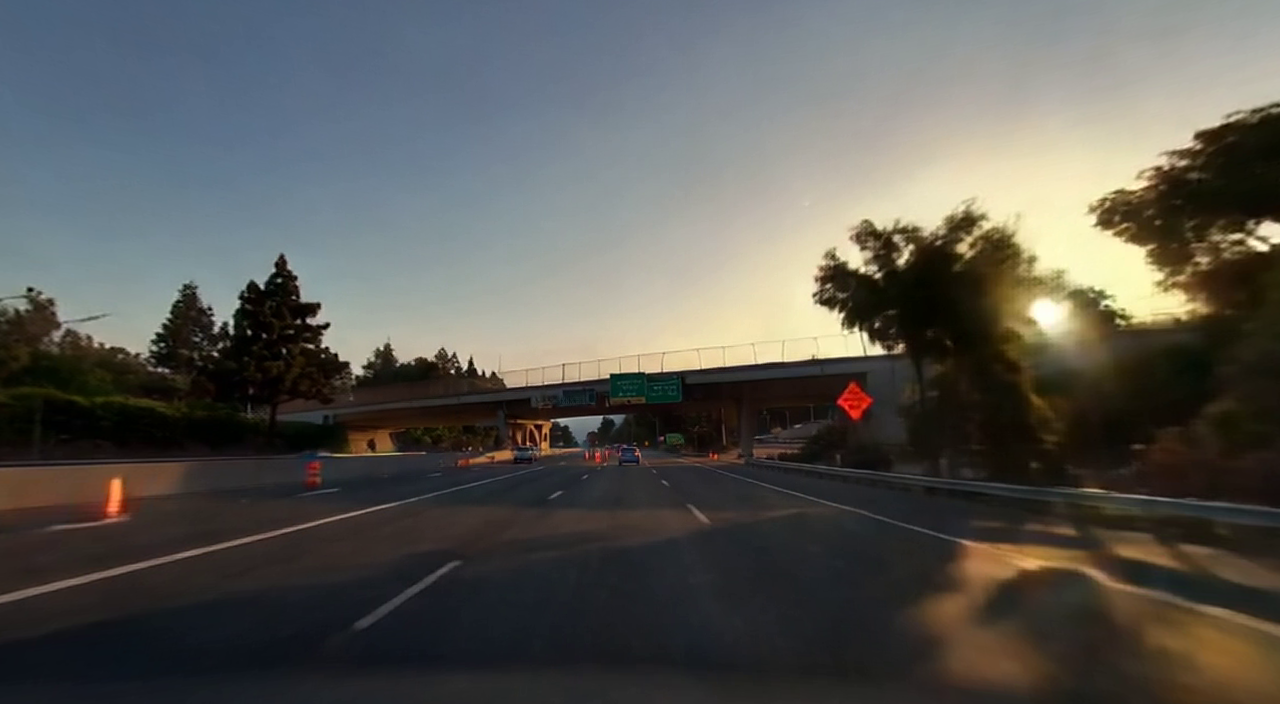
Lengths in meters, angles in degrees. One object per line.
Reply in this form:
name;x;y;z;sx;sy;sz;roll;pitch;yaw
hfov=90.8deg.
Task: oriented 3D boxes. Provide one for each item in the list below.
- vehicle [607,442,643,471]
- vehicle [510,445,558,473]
vehicle;-0.889;6.332;38.373;2.109;1.638;3.856;0;-9;-1
vehicle;-5.924;6.012;35.748;1.997;1.507;4.248;0;-9;-1
